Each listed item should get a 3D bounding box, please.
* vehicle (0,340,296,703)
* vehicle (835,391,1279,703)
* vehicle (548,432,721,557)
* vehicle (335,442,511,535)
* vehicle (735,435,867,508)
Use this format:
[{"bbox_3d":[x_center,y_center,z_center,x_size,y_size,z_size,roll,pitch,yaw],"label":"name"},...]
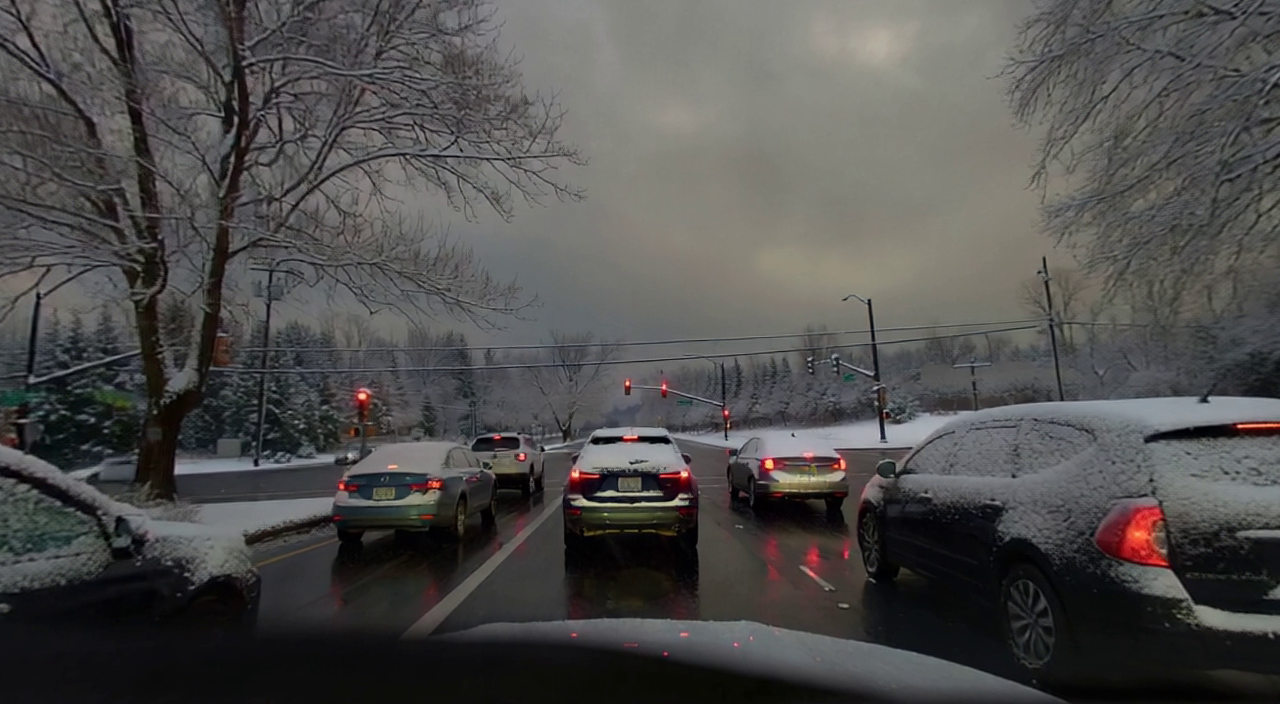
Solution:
[{"bbox_3d":[-3.656,0.838,2.549,2.047,1.764,4.369,0,-8,0],"label":"vehicle"},{"bbox_3d":[3.385,1.310,5.428,1.933,1.564,4.600,0,-8,0],"label":"vehicle"},{"bbox_3d":[-0.079,2.003,9.602,2.061,1.470,3.970,0,-8,0],"label":"vehicle"},{"bbox_3d":[-3.925,2.511,12.334,1.919,1.459,4.371,0,-8,-1],"label":"vehicle"},{"bbox_3d":[3.648,2.778,15.247,1.922,1.472,4.440,0,-8,-1],"label":"vehicle"}]
